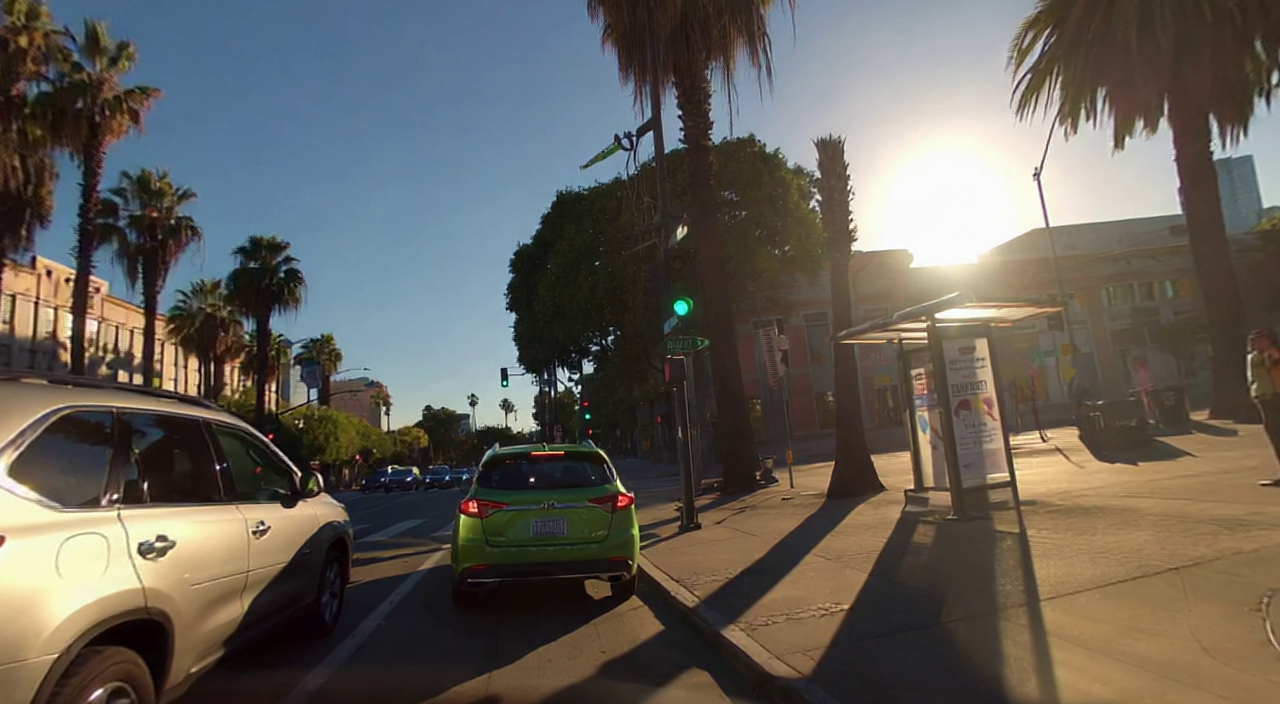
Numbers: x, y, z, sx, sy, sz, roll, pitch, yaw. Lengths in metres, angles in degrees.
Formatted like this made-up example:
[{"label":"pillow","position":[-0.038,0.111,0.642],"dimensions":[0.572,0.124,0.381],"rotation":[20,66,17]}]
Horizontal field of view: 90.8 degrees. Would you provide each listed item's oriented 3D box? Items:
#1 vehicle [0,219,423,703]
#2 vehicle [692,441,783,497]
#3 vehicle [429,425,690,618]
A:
[{"label":"vehicle","position":[-2.761,0.924,3.334],"dimensions":[2.098,1.851,4.571],"rotation":[1,-9,-7]},{"label":"vehicle","position":[4.916,5.926,32.149],"dimensions":[3.987,1.636,1.903],"rotation":[12,7,-8]},{"label":"vehicle","position":[-1.013,1.649,7.218],"dimensions":[2.065,1.467,4.289],"rotation":[2,-9,-11]}]
